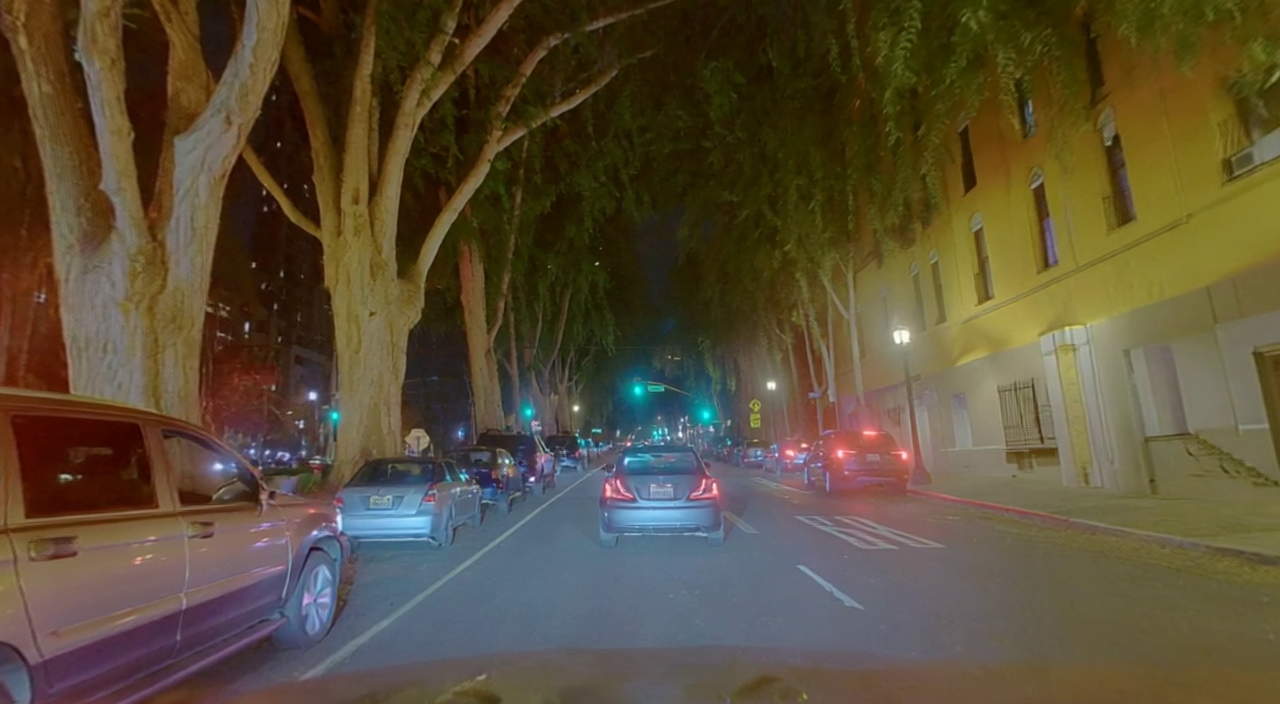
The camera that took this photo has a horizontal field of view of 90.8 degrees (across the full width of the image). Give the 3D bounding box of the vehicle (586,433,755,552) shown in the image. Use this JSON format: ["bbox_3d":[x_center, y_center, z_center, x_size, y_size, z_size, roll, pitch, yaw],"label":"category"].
[{"bbox_3d":[0.276,2.028,9.817,2.095,1.438,3.843,0,-9,-3],"label":"vehicle"}]

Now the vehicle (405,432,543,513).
[{"bbox_3d":[-3.509,2.632,14.322,1.901,1.522,4.556,0,-9,0],"label":"vehicle"}]

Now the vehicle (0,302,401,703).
[{"bbox_3d":[-3.268,0.929,3.397,2.152,1.802,4.628,0,-9,0],"label":"vehicle"}]

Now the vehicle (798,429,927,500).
[{"bbox_3d":[6.340,3.254,18.676,2.025,1.808,4.579,0,-9,-2],"label":"vehicle"}]
